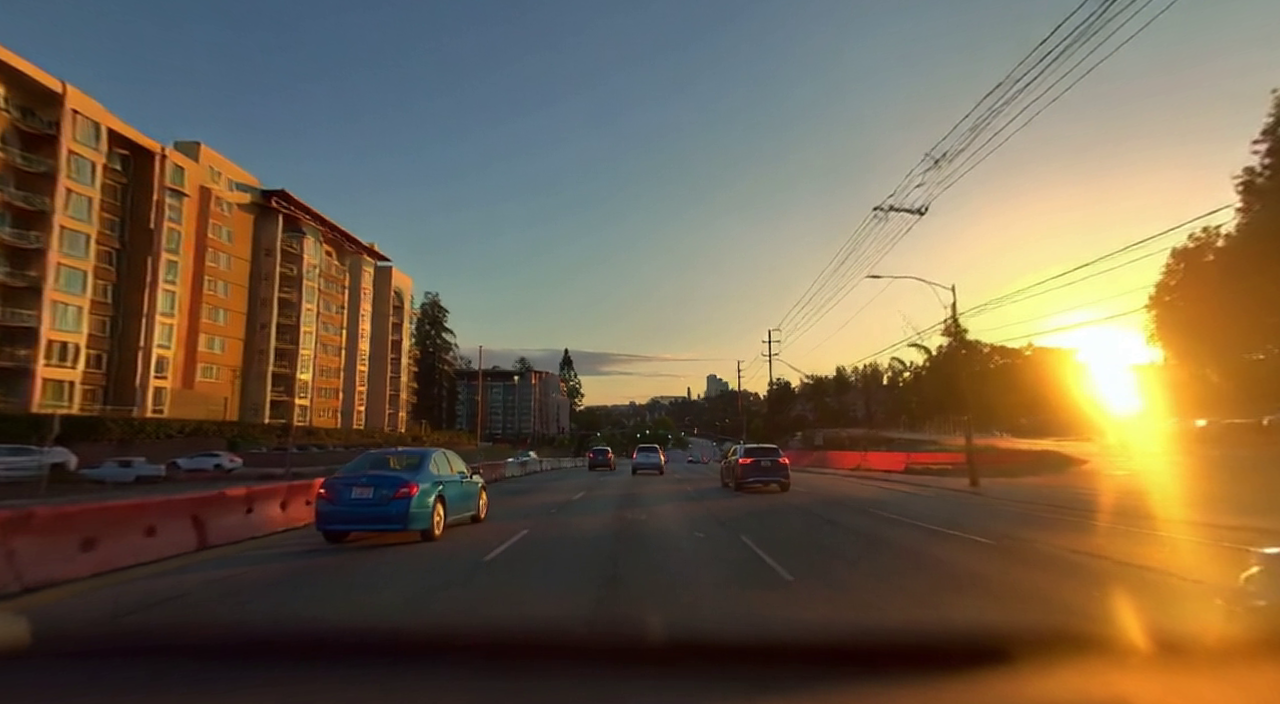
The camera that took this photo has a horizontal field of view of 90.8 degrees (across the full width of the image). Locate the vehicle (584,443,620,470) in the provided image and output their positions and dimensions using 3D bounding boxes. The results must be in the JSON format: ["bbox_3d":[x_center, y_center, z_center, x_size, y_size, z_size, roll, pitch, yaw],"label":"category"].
[{"bbox_3d":[-2.696,7.518,45.506,2.190,1.832,4.417,0,-8,1],"label":"vehicle"}]

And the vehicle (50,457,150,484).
[{"bbox_3d":[-35.892,7.873,42.099,4.614,1.668,2.011,1,-9,-7],"label":"vehicle"}]

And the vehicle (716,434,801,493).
[{"bbox_3d":[3.871,3.721,21.441,2.029,1.797,4.218,0,-8,-1],"label":"vehicle"}]

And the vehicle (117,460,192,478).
[{"bbox_3d":[-36.536,8.786,47.602,4.090,1.271,1.813,0,-8,-2],"label":"vehicle"}]

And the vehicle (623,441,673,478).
[{"bbox_3d":[0.388,5.267,31.269,2.291,1.714,4.217,0,-8,1],"label":"vehicle"}]

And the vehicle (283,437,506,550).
[{"bbox_3d":[-3.682,2.177,10.476,1.968,1.473,4.209,0,-8,0],"label":"vehicle"}]

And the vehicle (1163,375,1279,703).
[{"bbox_3d":[3.439,0.662,0.870,1.975,1.598,4.025,0,-9,1],"label":"vehicle"}]
